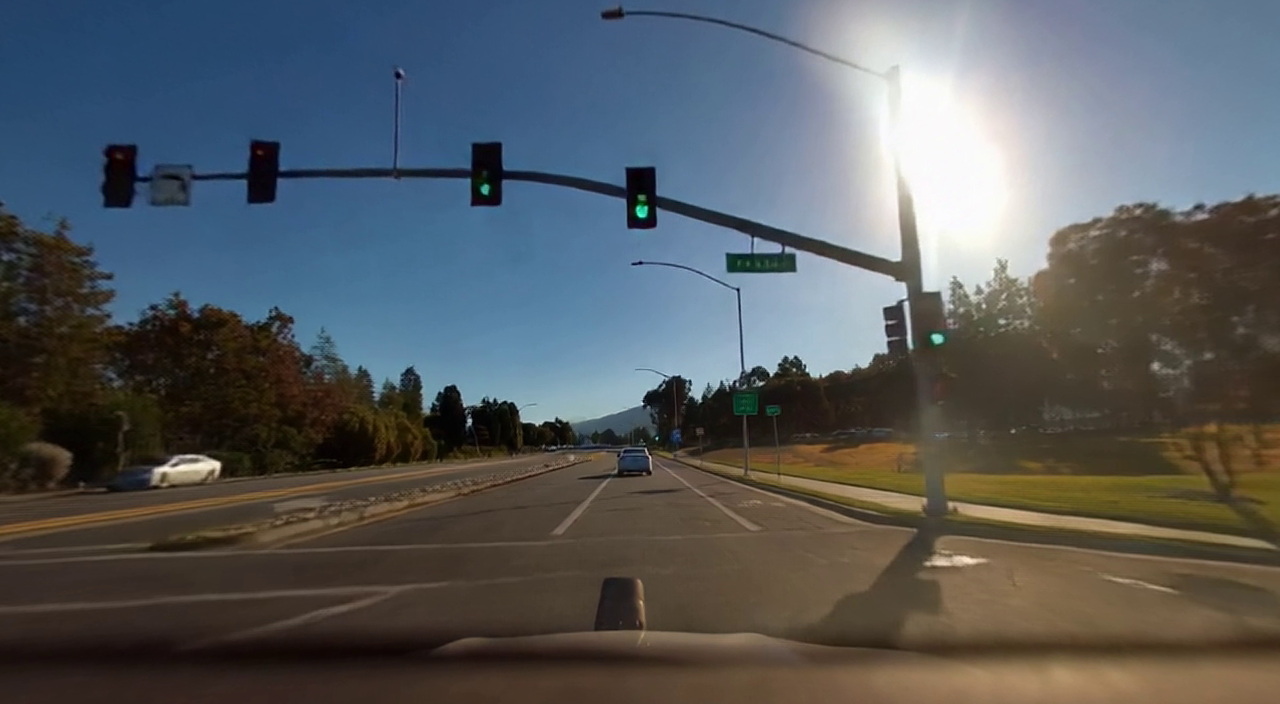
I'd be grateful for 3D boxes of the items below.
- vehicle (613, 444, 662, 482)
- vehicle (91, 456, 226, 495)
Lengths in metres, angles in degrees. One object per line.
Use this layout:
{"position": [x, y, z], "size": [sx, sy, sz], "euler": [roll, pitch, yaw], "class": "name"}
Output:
{"position": [-0.103, 4.629, 26.538], "size": [1.954, 1.469, 3.465], "euler": [0, -9, 0], "class": "vehicle"}
{"position": [-20.963, 5.370, 27.742], "size": [2.175, 1.492, 4.722], "euler": [0, -9, 0], "class": "vehicle"}
